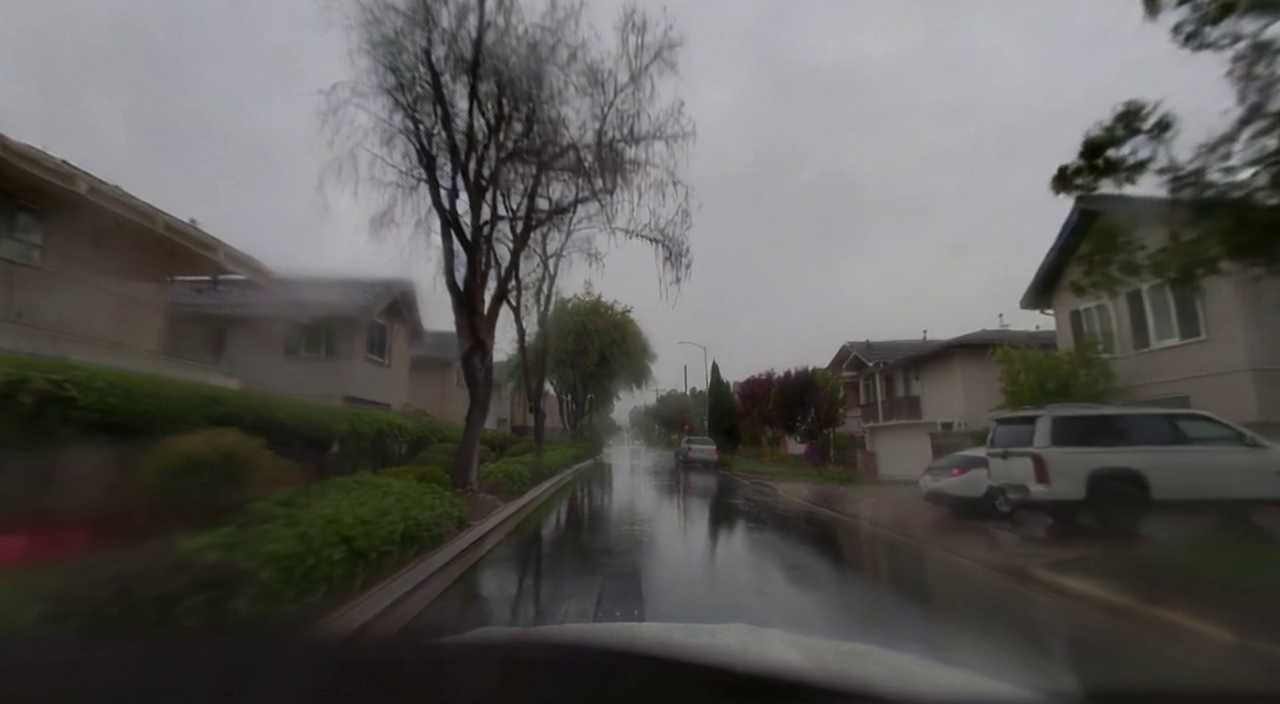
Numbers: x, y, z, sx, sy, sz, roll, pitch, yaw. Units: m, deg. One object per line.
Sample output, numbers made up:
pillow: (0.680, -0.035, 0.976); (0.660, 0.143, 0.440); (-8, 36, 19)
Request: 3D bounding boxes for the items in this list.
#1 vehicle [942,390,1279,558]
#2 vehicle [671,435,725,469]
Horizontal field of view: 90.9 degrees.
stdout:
vehicle: (8.245, 1.838, 10.002); (5.739, 2.299, 2.216); (0, -8, -3)
vehicle: (2.661, 4.675, 29.787); (1.955, 1.498, 4.046); (0, -8, -3)
